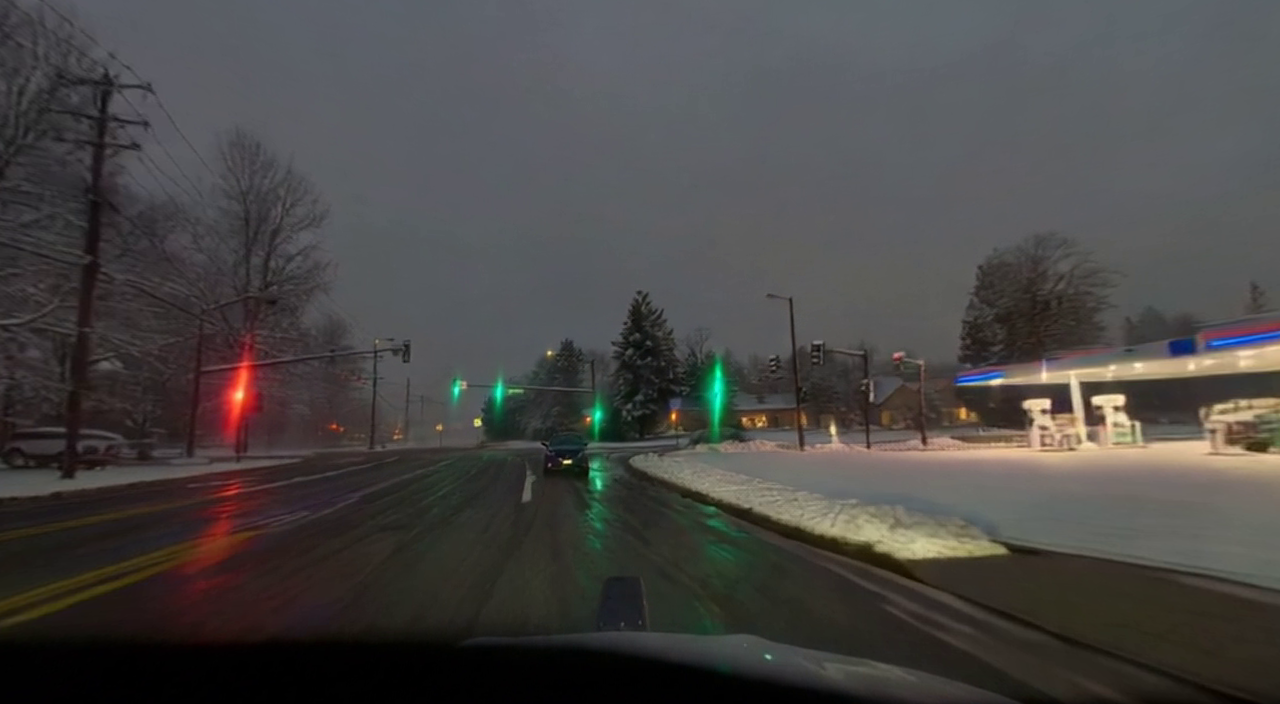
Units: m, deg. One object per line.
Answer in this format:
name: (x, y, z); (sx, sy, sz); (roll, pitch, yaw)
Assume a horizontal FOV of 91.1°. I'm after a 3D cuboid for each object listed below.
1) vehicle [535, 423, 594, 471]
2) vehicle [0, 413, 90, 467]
vehicle: (-3.355, 4.089, 27.142); (2.300, 1.868, 4.690); (1, -8, -9)
vehicle: (-30.244, 4.469, 31.844); (2.427, 2.514, 2.560); (-6, -9, 24)
